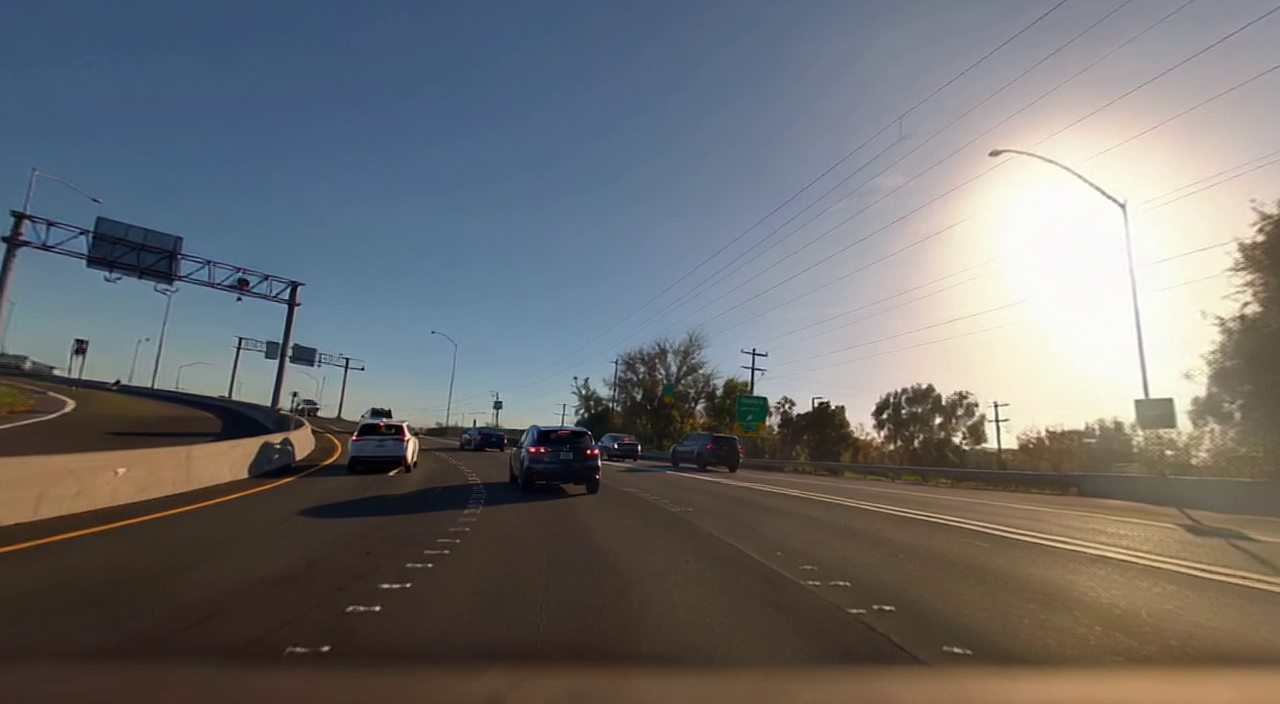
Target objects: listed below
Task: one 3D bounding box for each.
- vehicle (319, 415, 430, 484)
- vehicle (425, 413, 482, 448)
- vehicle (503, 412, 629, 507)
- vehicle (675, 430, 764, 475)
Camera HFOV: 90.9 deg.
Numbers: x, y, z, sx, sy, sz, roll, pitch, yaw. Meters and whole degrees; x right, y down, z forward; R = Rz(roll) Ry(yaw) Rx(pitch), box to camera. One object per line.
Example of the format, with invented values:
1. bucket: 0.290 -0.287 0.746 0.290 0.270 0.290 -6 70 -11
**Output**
1. vehicle: -6.618 2.501 16.243 2.033 1.501 4.623 2 -9 -16
2. vehicle: -10.490 4.459 35.240 2.042 1.817 4.650 5 -10 -27
3. vehicle: -1.803 2.311 13.917 2.140 1.724 4.304 2 -9 -15
4. vehicle: 3.419 4.471 28.269 2.079 1.807 4.682 3 -9 -19
